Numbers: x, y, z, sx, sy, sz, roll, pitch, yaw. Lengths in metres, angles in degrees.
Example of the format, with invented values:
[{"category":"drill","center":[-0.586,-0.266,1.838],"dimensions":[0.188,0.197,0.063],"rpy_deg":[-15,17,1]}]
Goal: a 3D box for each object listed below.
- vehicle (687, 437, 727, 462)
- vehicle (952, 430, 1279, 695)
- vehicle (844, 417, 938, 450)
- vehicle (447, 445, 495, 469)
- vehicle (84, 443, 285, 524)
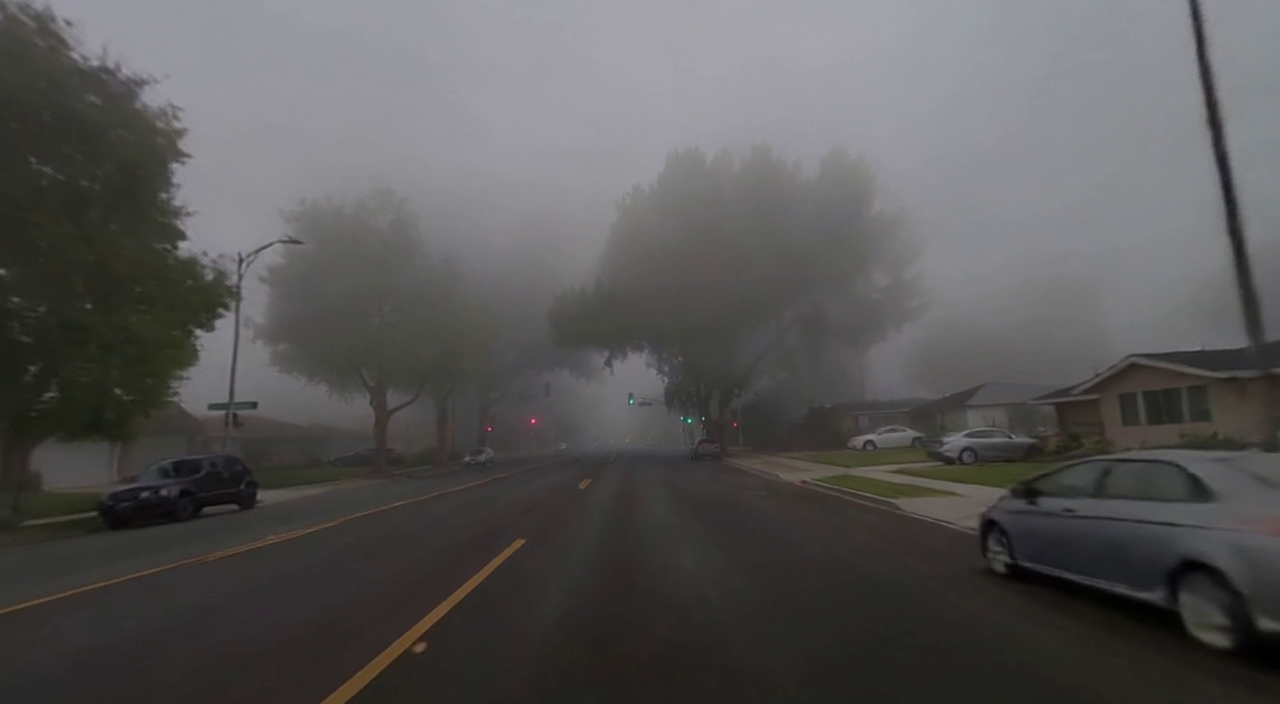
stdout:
[{"category":"vehicle","center":[4.305,6.346,41.258],"dimensions":[1.963,1.477,4.804],"rpy_deg":[0,-8,-1]},{"category":"vehicle","center":[4.551,1.363,4.919],"dimensions":[2.063,1.444,4.217],"rpy_deg":[0,-8,0]},{"category":"vehicle","center":[14.414,4.711,36.414],"dimensions":[4.500,1.875,2.046],"rpy_deg":[0,-8,-1]},{"category":"vehicle","center":[-11.755,7.312,44.213],"dimensions":[2.029,1.550,4.562],"rpy_deg":[0,-8,1]},{"category":"vehicle","center":[-11.385,3.253,16.280],"dimensions":[1.977,1.753,4.278],"rpy_deg":[0,-8,0]}]
